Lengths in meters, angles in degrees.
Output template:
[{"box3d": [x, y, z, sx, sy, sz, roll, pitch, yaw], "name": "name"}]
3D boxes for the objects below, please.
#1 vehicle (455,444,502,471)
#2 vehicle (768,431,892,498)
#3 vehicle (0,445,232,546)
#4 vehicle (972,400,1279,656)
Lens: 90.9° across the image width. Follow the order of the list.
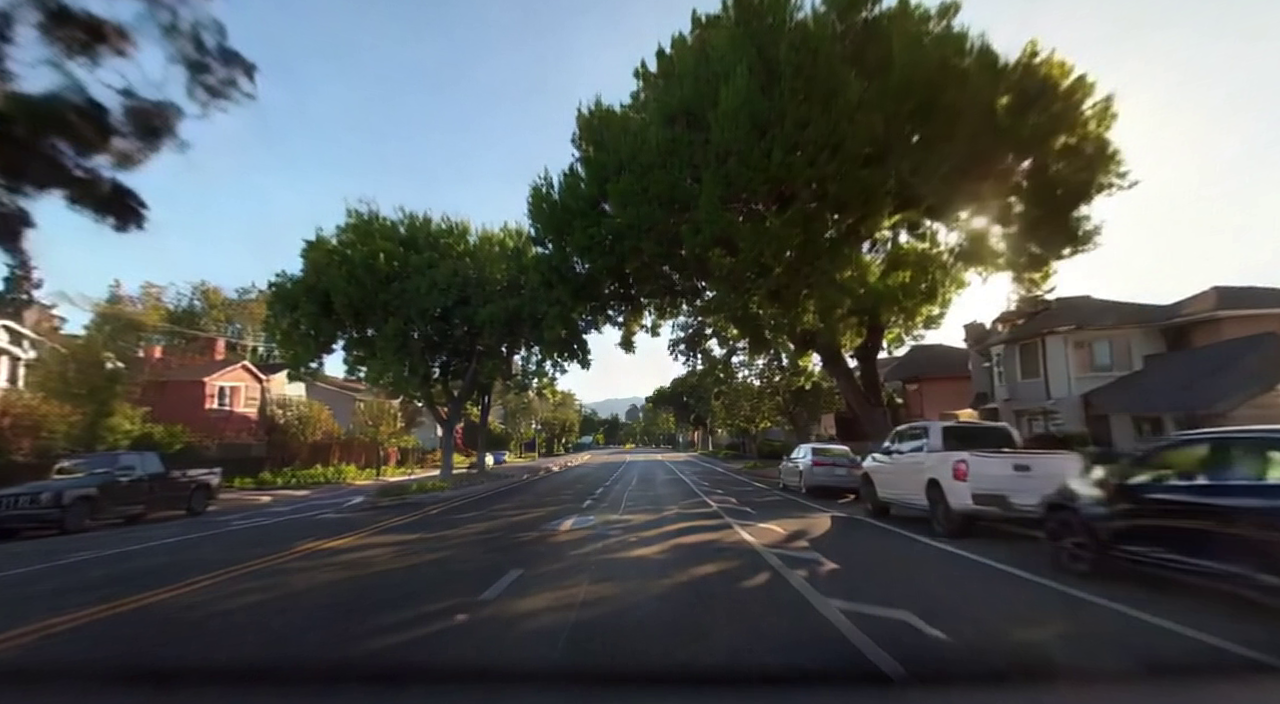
[{"box3d": [-11.196, 7.339, 44.105, 2.023, 1.629, 4.822, -2, -8, 0], "name": "vehicle"}, {"box3d": [5.328, 3.216, 18.477, 2.104, 1.687, 4.636, 0, -8, -1], "name": "vehicle"}, {"box3d": [-11.667, 2.992, 13.897, 2.054, 1.704, 4.710, -3, -8, 3], "name": "vehicle"}, {"box3d": [4.998, 1.264, 5.023, 1.885, 1.603, 5.235, 0, -9, 1], "name": "vehicle"}]
